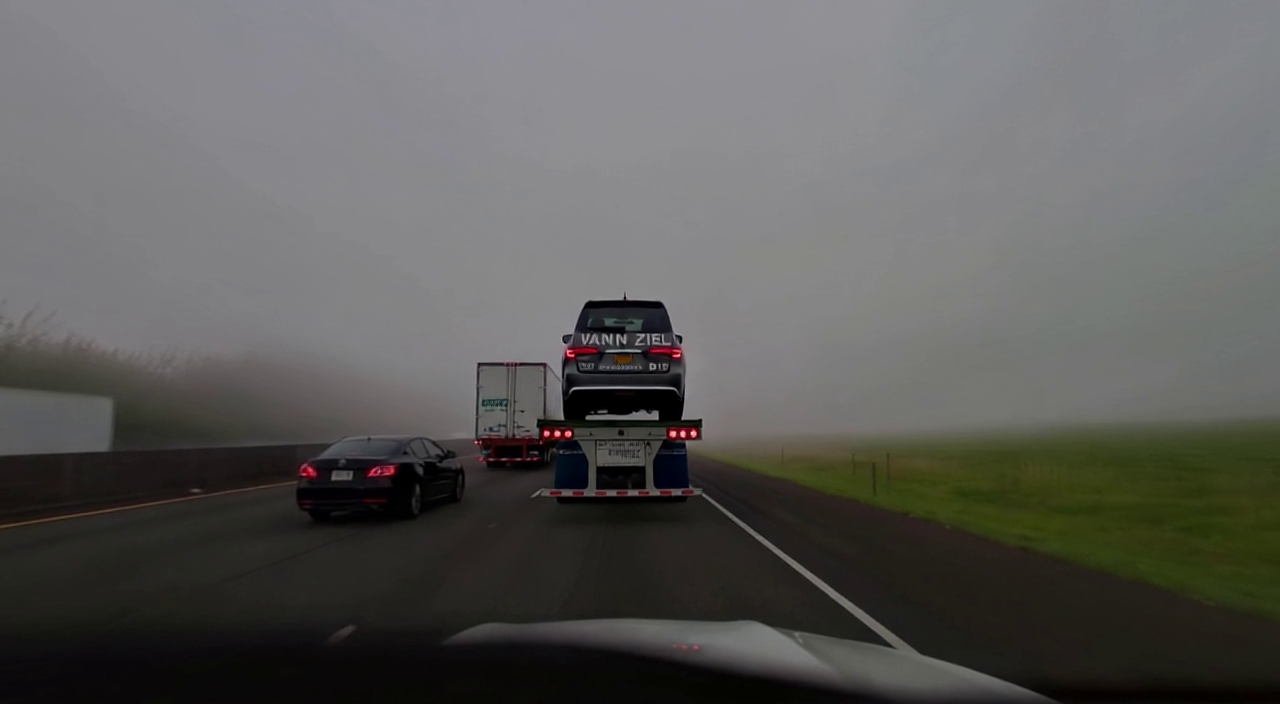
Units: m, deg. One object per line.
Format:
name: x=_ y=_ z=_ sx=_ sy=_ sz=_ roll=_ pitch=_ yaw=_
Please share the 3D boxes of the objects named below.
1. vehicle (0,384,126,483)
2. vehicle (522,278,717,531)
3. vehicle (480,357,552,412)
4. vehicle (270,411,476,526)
vehicle: x=-24.946 y=3.082 z=23.800 sx=2.744 sy=3.608 sz=9.882 roll=0 pitch=-7 yaw=-1
vehicle: x=-0.456 y=1.310 z=13.687 sx=2.738 sy=3.628 sz=9.223 roll=0 pitch=-7 yaw=-2
vehicle: x=-4.692 y=1.361 z=24.565 sx=2.118 sy=1.799 sz=4.591 roll=0 pitch=-7 yaw=-3
vehicle: x=-4.497 y=2.001 z=11.481 sx=1.914 sy=1.675 sz=4.331 roll=0 pitch=-7 yaw=-1
